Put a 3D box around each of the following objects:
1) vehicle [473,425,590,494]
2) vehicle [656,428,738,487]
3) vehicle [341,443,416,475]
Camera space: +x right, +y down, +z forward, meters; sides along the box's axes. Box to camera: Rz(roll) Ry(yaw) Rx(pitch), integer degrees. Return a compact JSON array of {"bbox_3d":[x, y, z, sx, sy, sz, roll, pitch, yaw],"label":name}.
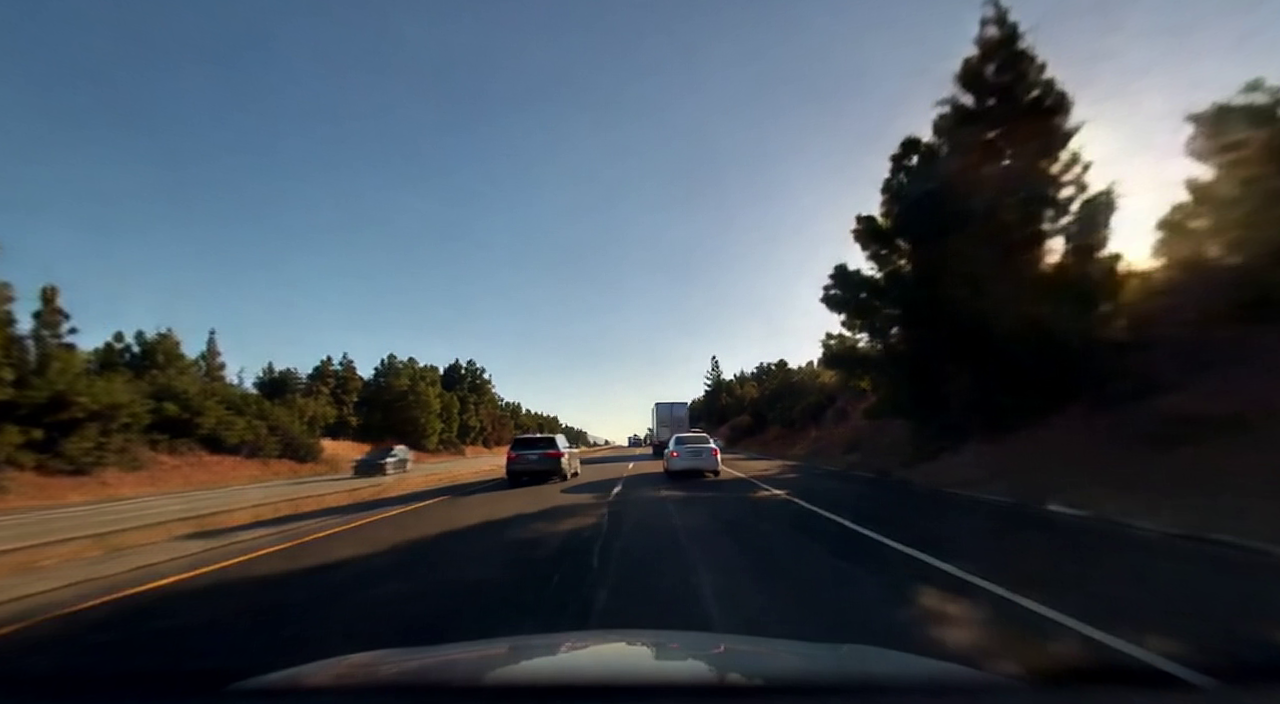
[{"bbox_3d":[-2.761,2.863,17.280,2.192,1.623,4.887,0,-8,2],"label":"vehicle"},{"bbox_3d":[1.563,3.064,18.735,2.072,1.534,4.300,0,-8,1],"label":"vehicle"},{"bbox_3d":[-13.772,5.625,33.413,1.877,1.556,4.663,0,-8,2],"label":"vehicle"}]
